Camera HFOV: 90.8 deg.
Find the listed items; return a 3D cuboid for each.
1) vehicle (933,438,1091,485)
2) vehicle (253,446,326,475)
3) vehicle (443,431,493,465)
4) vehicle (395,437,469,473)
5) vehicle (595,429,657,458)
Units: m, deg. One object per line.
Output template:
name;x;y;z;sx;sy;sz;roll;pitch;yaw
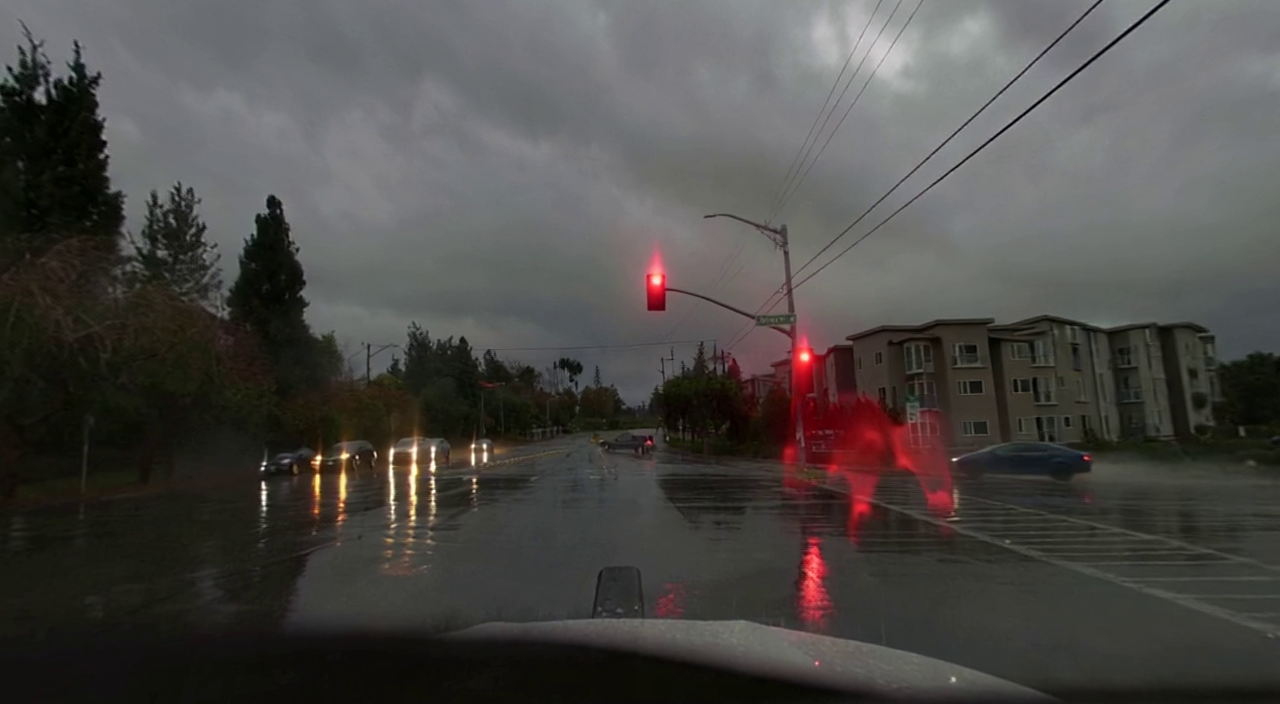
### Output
vehicle;13.728;4.036;23.475;4.790;1.571;2.073;-6;-11;34
vehicle;-21.060;6.513;38.137;1.981;1.628;4.336;0;-9;-1
vehicle;-9.787;5.507;36.205;1.910;1.818;4.057;0;-9;-3
vehicle;-9.701;4.831;29.798;2.116;1.521;4.294;0;-9;-2
vehicle;-0.940;5.642;38.792;1.993;1.664;4.424;5;-10;-28
